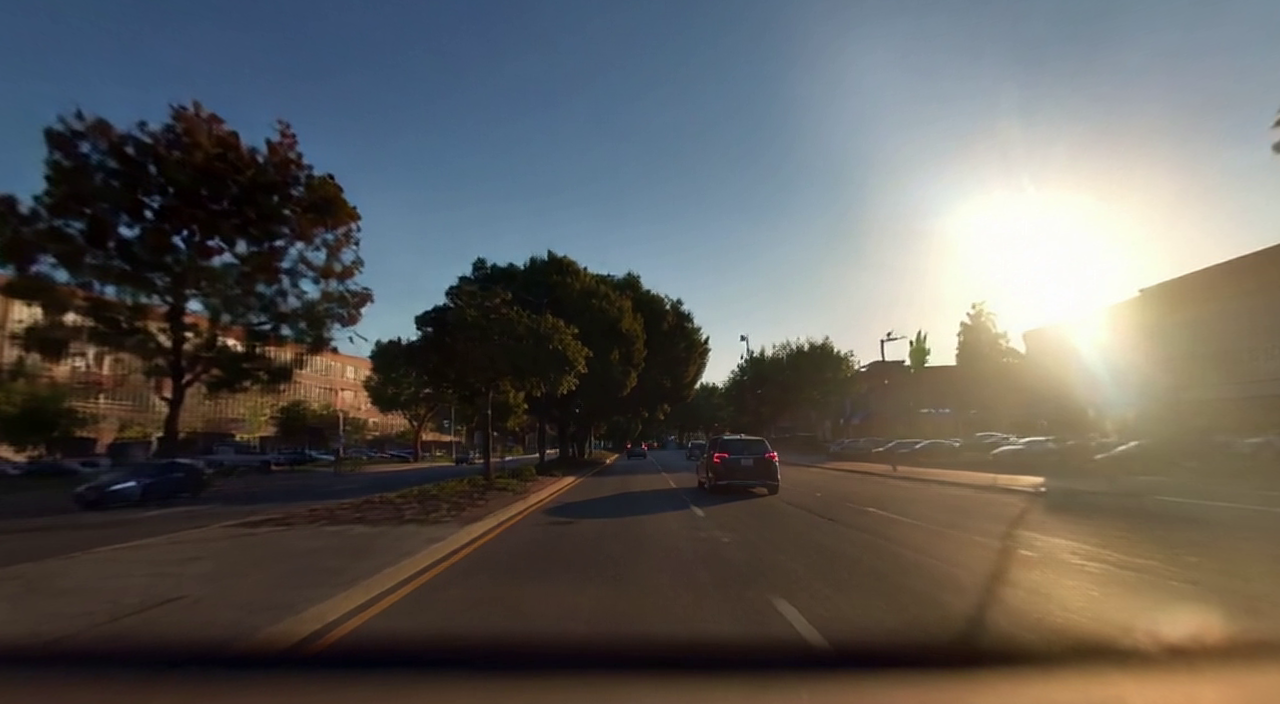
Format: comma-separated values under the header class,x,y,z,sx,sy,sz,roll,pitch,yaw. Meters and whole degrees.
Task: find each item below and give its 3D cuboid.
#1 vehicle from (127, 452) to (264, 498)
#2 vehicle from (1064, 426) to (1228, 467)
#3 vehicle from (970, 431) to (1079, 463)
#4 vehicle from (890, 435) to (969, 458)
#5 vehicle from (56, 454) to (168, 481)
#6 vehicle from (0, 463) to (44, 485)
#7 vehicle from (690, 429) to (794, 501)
class,x,y,z,sx,sy,sz,roll,pitch,yaw
vehicle,-16.386,4.508,23.638,1.927,1.492,4.347,0,-8,0
vehicle,19.556,3.668,24.590,4.584,1.503,1.942,0,-8,2
vehicle,19.701,4.883,32.536,4.227,1.567,2.034,0,-8,1
vehicle,19.799,6.477,43.325,4.518,1.501,1.902,0,-8,0
vehicle,-29.287,6.415,35.176,4.340,1.422,1.976,1,-8,-5
vehicle,-42.647,8.163,42.335,3.598,1.432,1.688,0,-8,1
vehicle,2.563,2.955,16.939,1.963,1.677,4.229,0,-8,-1
